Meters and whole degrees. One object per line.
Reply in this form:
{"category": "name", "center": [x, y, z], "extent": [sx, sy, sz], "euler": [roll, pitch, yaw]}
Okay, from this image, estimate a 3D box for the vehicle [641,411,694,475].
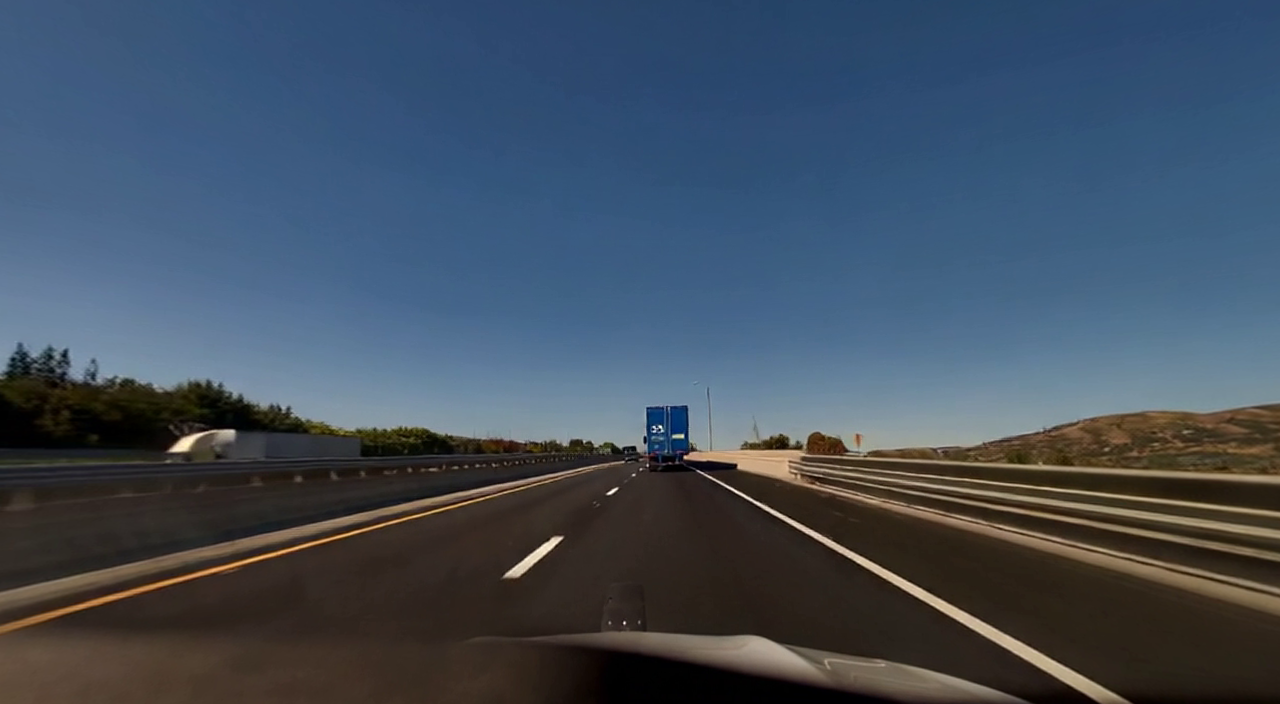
{"category": "vehicle", "center": [1.713, 6.221, 42.577], "extent": [3.107, 3.718, 10.231], "euler": [0, -9, 1]}
